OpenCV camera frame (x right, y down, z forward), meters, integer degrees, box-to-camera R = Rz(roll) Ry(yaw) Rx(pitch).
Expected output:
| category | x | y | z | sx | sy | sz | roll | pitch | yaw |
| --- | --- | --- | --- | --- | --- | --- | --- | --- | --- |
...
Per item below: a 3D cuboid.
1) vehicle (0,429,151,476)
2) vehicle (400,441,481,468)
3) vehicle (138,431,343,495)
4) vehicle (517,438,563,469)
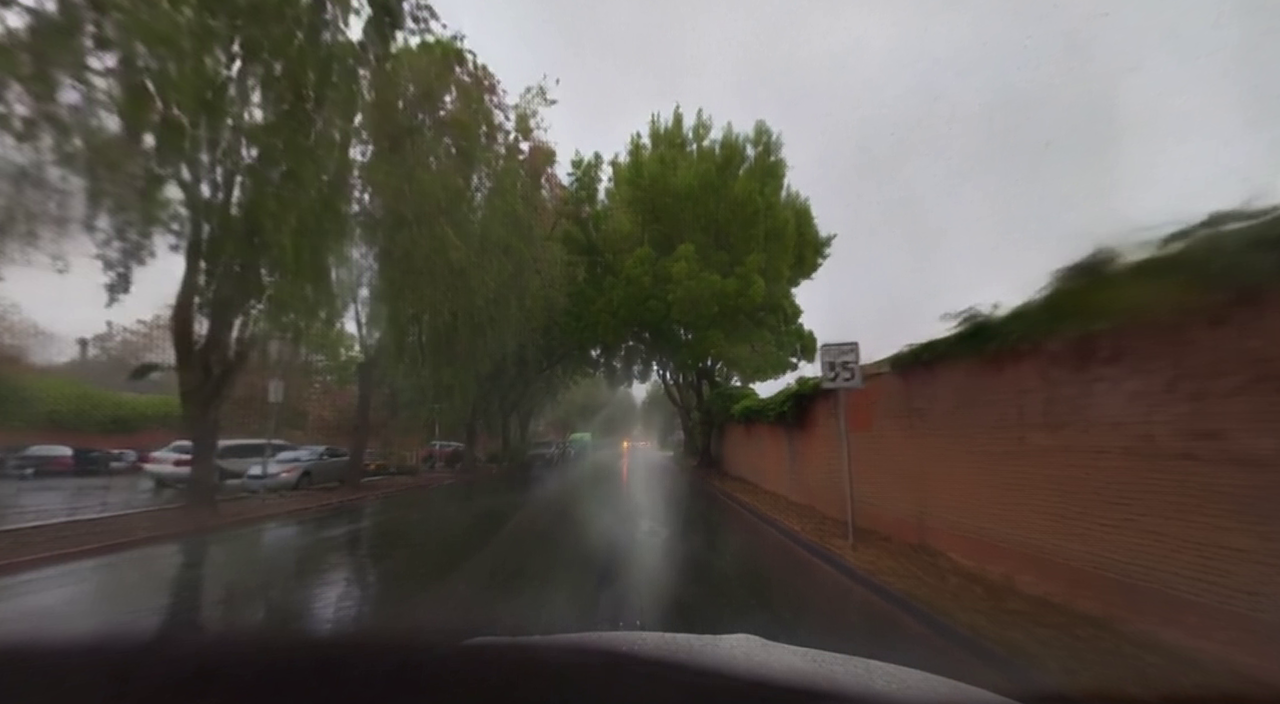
| category | x | y | z | sx | sy | sz | roll | pitch | yaw |
| --- | --- | --- | --- | --- | --- | --- | --- | --- | --- |
| vehicle | -26.072 | 4.559 | 28.894 | 5.348 | 1.967 | 2.358 | 1 | -8 | -1 |
| vehicle | -13.962 | 7.176 | 44.511 | 4.991 | 1.692 | 1.960 | 2 | -8 | -2 |
| vehicle | -13.438 | 3.764 | 21.565 | 5.428 | 1.908 | 2.196 | 1 | -9 | 0 |
| vehicle | -6.489 | 6.647 | 41.718 | 2.109 | 1.847 | 5.553 | 0 | -8 | 0 |
